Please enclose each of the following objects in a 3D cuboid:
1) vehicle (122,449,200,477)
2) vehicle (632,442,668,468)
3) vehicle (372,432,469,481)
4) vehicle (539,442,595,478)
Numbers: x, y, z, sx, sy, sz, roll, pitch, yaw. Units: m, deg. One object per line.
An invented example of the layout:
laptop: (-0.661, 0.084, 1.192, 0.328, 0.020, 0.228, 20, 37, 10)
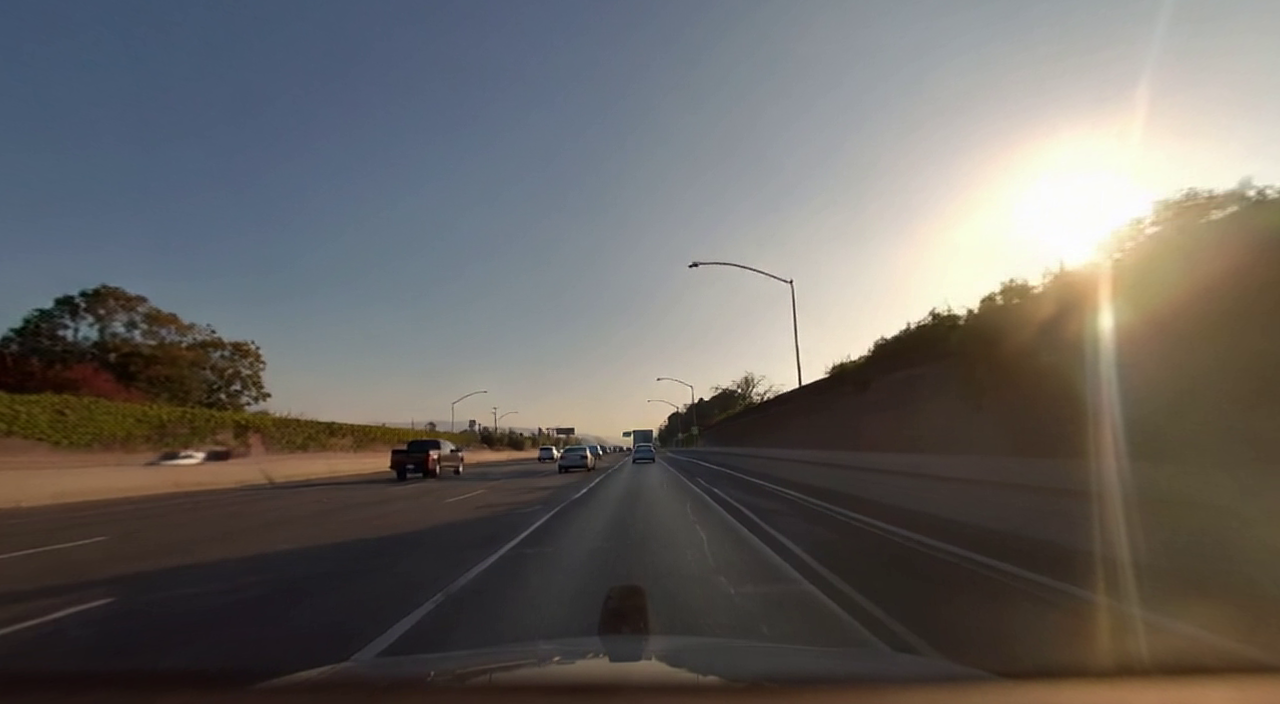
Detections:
vehicle: (-25.766, 5.958, 34.059, 1.511, 1.380, 3.380, -1, -9, 0)
vehicle: (0.570, 6.384, 39.220, 2.073, 1.480, 4.343, -1, -9, 0)
vehicle: (-9.960, 4.800, 29.304, 2.339, 2.018, 5.790, -1, -9, 1)
vehicle: (-3.253, 4.928, 29.002, 2.056, 1.480, 4.022, -1, -9, 1)
